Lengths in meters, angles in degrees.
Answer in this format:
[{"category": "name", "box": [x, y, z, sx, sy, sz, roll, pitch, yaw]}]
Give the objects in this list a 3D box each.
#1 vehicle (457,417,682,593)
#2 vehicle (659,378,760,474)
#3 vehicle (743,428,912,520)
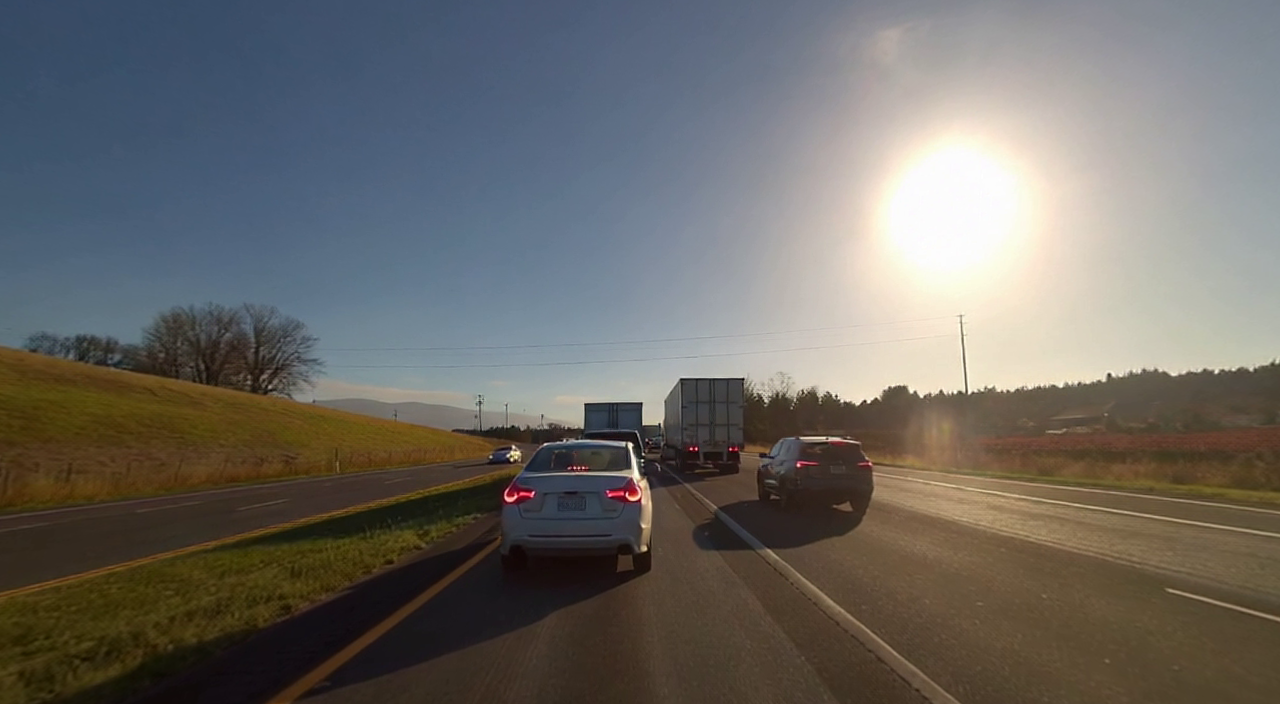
[{"category": "vehicle", "box": [-0.704, 1.668, 7.745, 2.009, 1.554, 4.013, 0, -8, -2]}, {"category": "vehicle", "box": [3.365, 4.466, 36.658, 3.591, 4.290, 16.696, 0, -8, -1]}, {"category": "vehicle", "box": [3.529, 2.385, 12.942, 1.960, 1.515, 4.713, 0, -8, -1]}]
